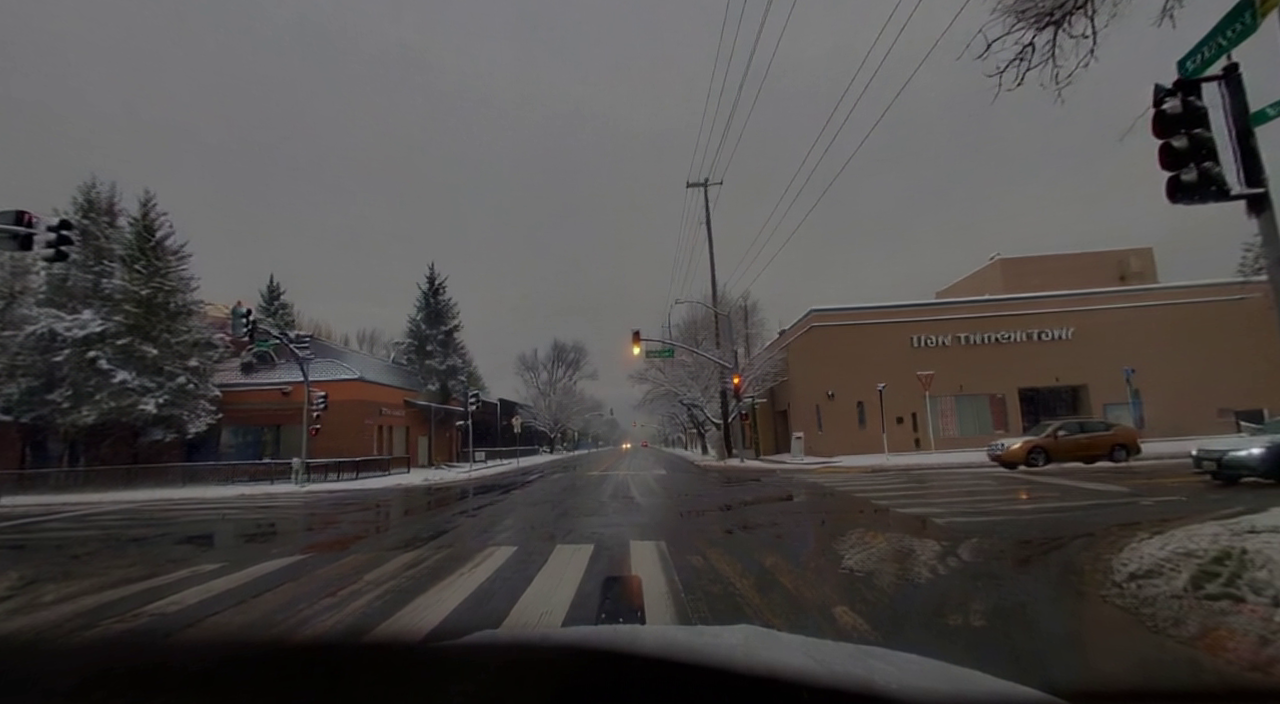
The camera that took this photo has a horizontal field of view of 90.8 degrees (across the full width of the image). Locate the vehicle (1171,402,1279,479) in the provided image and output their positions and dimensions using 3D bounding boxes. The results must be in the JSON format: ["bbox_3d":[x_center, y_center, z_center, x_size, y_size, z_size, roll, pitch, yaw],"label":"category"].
[{"bbox_3d":[14.435,1.874,13.380,4.632,1.484,1.907,0,-8,-1],"label":"vehicle"}]
